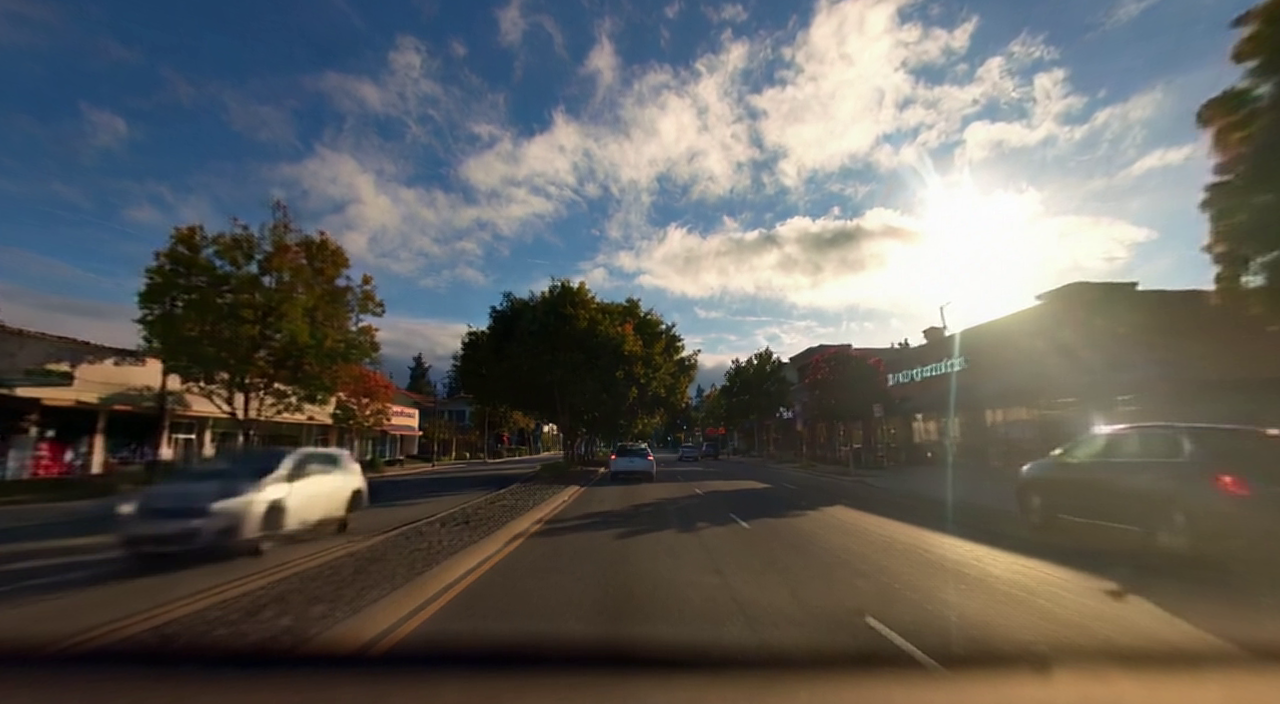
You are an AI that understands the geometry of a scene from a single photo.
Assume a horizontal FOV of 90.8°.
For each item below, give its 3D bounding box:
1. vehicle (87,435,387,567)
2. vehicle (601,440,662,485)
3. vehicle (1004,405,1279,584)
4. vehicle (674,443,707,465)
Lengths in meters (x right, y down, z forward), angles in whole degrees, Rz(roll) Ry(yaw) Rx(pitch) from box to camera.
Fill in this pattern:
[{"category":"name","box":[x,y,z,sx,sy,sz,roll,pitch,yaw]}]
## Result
[{"category":"vehicle","box":[-5.616,2.074,9.594,1.999,1.531,4.011,0,-9,-2]},{"category":"vehicle","box":[-0.311,3.919,22.658,2.006,1.487,3.535,0,-9,-1]},{"category":"vehicle","box":[7.627,1.790,8.744,2.165,1.787,5.231,-1,-9,2]},{"category":"vehicle","box":[3.535,7.255,45.109,1.910,1.474,4.003,0,-9,-1]}]
